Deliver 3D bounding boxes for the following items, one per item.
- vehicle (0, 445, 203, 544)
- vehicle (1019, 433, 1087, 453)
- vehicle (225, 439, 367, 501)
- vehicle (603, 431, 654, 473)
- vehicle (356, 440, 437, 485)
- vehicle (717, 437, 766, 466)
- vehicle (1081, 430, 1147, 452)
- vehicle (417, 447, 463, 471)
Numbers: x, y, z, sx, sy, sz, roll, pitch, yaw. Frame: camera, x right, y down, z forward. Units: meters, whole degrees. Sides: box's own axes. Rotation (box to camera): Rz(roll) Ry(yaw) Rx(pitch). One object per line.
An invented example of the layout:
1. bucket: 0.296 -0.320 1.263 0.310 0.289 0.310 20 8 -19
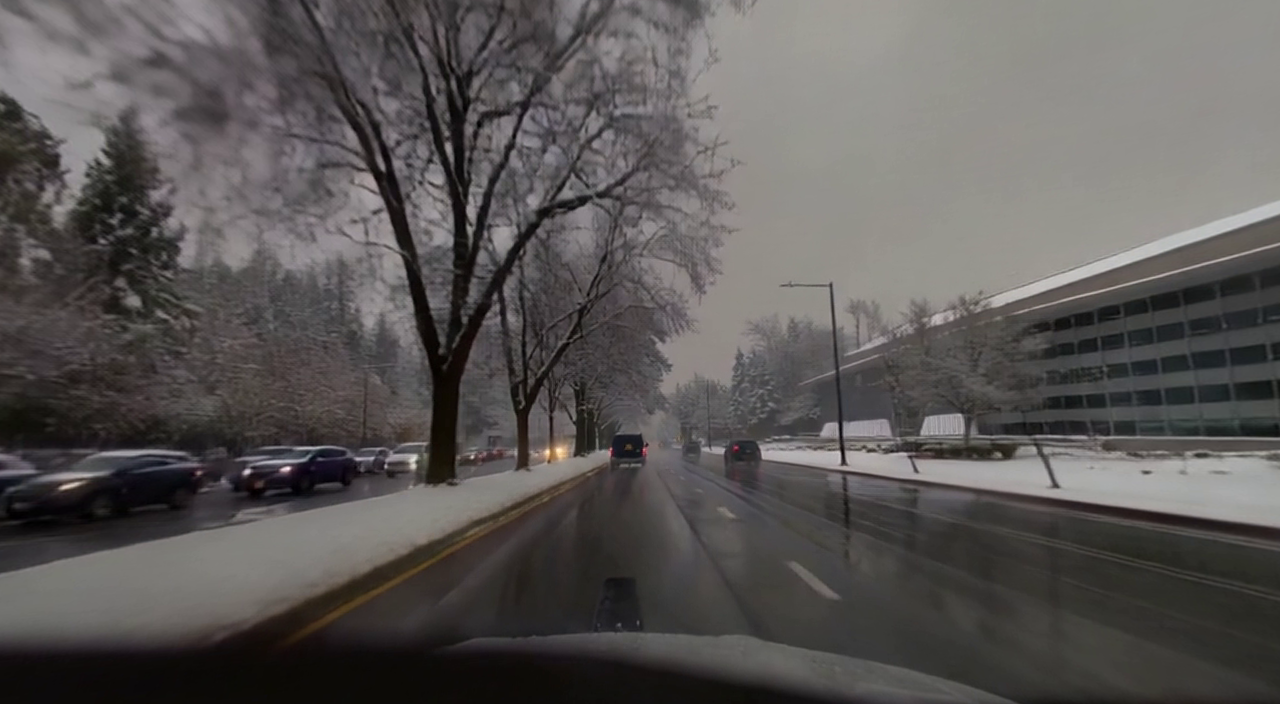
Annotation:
1. vehicle: -11.398 2.766 12.941 1.899 1.607 4.297 -2 -8 -1
2. vehicle: 31.603 6.981 48.529 1.743 1.445 4.495 1 -8 -8
3. vehicle: -11.332 3.897 21.347 2.042 1.822 4.913 0 -8 -1
4. vehicle: -0.534 5.127 32.526 2.411 1.937 5.186 0 -8 0
5. vehicle: -11.534 5.218 30.333 2.082 1.824 4.840 -2 -7 -1
6. vehicle: 6.674 6.604 42.079 2.364 1.781 4.854 0 -8 -1
7. vehicle: 36.548 6.890 48.793 1.807 1.582 3.811 1 -8 -7
8. vehicle: -14.755 7.890 46.842 1.950 1.655 4.395 0 -8 0
